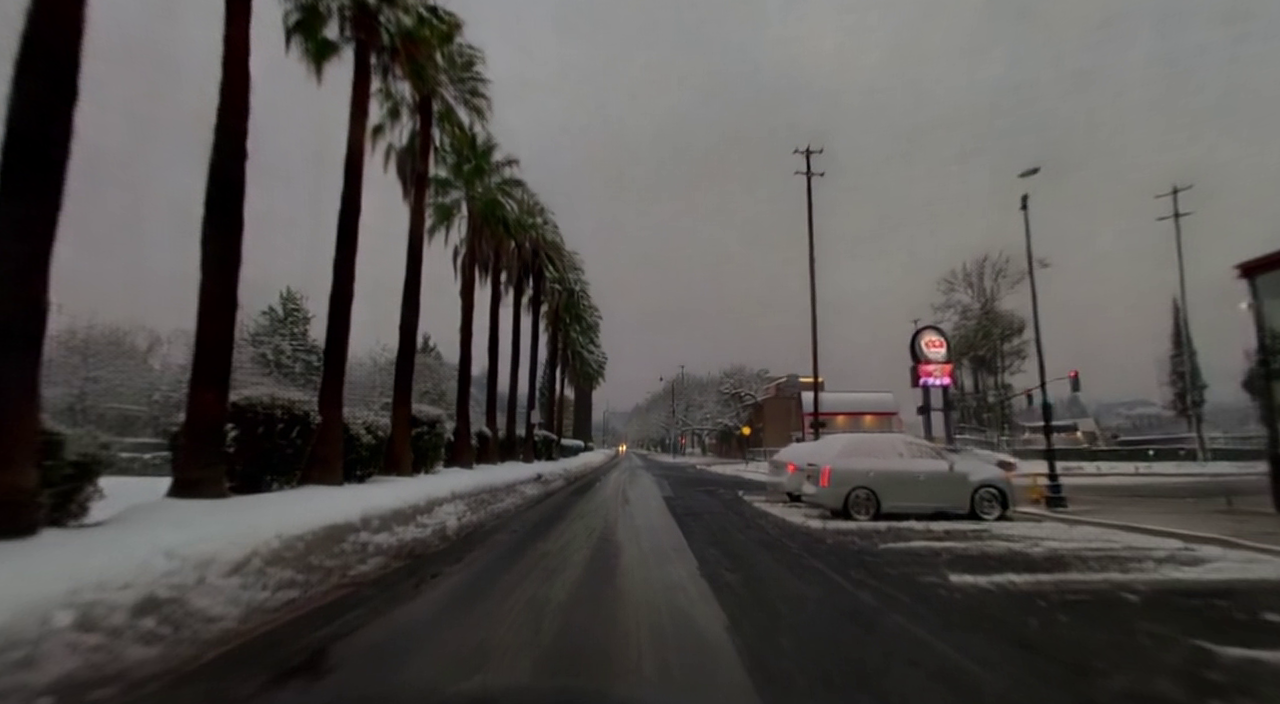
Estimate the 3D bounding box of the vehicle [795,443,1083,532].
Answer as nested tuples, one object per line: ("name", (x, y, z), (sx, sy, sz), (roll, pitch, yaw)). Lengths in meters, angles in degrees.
("vehicle", (5.731, 2.592, 12.515), (4.742, 1.506, 1.919), (0, -8, -5))
